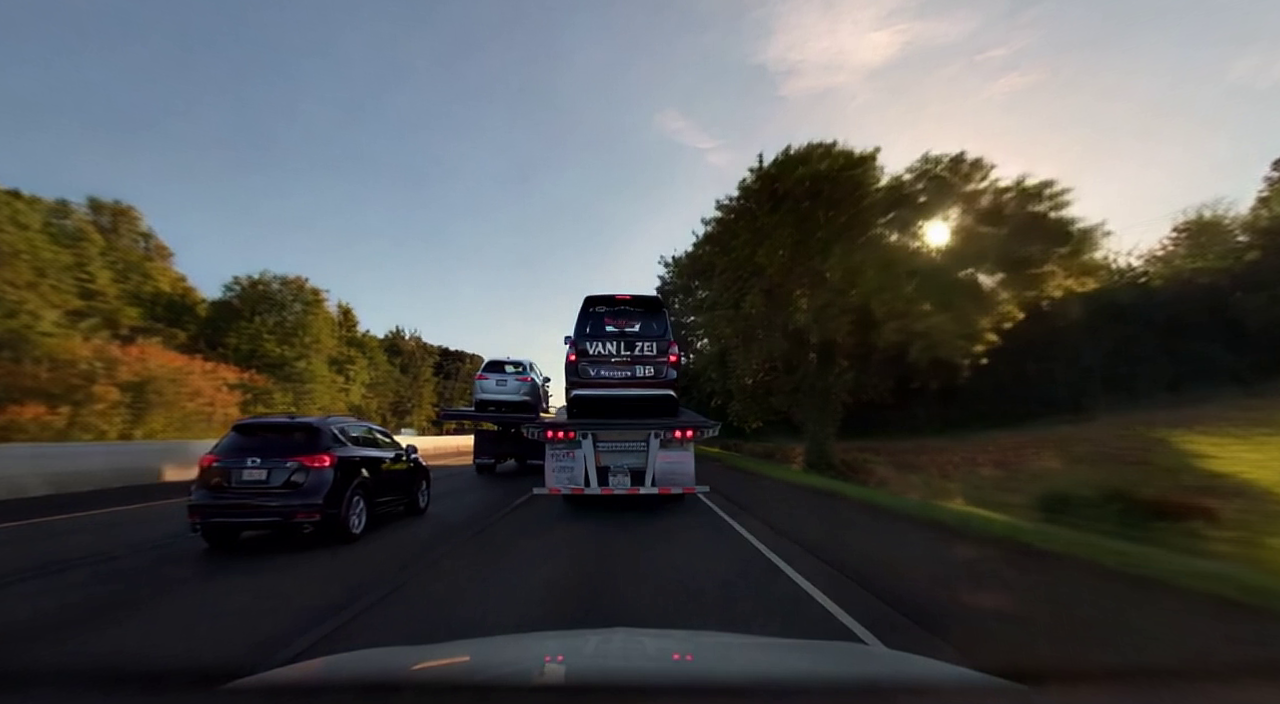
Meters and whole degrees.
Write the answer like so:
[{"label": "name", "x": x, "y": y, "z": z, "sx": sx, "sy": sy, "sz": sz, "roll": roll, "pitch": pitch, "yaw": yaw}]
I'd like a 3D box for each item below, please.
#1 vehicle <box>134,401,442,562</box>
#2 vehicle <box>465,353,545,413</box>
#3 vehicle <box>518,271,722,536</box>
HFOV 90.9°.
[{"label": "vehicle", "x": -4.396, "y": 1.649, "z": 8.871, "sx": 1.914, "sy": 1.675, "sz": 4.331, "roll": 0, "pitch": -7, "yaw": -2}, {"label": "vehicle", "x": -4.726, "y": 1.215, "z": 22.801, "sx": 2.118, "sy": 1.799, "sz": 4.591, "roll": 0, "pitch": -7, "yaw": -3}, {"label": "vehicle", "x": -0.406, "y": 1.259, "z": 13.273, "sx": 2.738, "sy": 3.628, "sz": 9.223, "roll": 0, "pitch": -7, "yaw": -2}]
